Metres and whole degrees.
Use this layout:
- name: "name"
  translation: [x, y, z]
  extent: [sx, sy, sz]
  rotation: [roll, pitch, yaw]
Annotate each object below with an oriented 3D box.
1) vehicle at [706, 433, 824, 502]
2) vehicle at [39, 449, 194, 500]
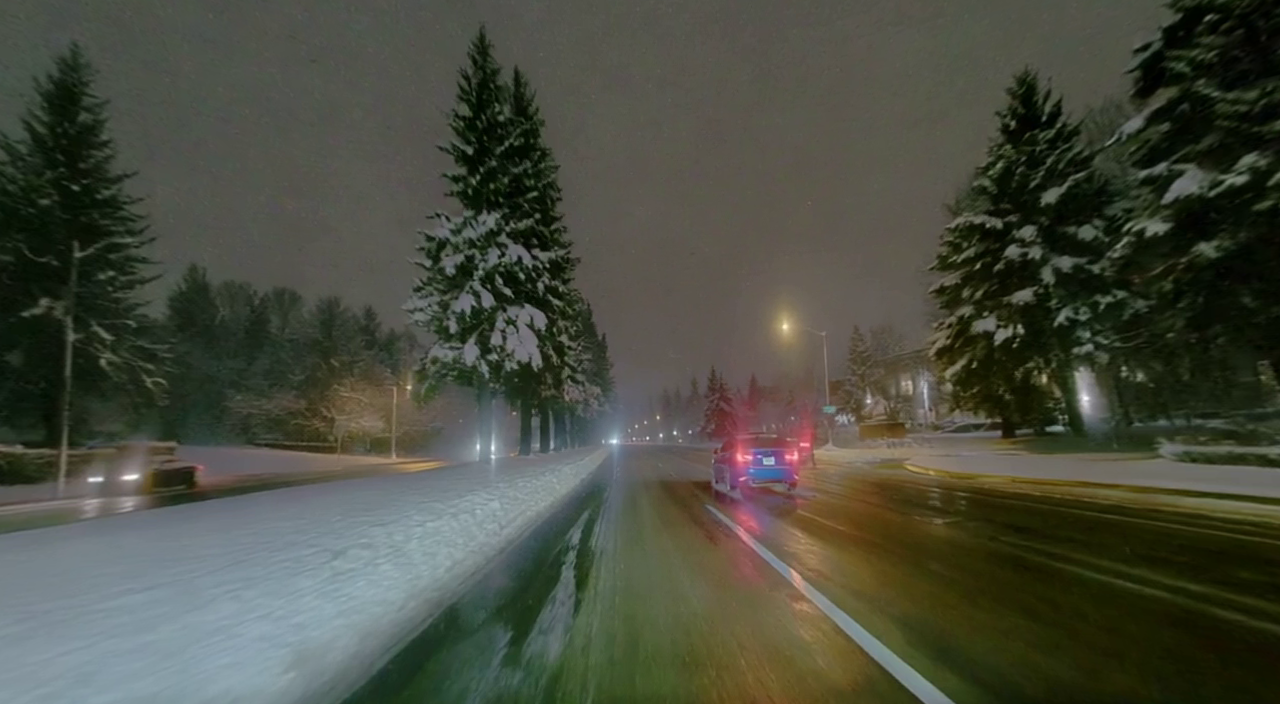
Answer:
- name: "vehicle"
  translation: [2.928, 2.809, 15.816]
  extent: [1.950, 1.473, 4.259]
  rotation: [0, -8, -2]
- name: "vehicle"
  translation: [-20.665, 4.826, 25.303]
  extent: [2.016, 1.778, 4.804]
  rotation: [0, -8, 0]
